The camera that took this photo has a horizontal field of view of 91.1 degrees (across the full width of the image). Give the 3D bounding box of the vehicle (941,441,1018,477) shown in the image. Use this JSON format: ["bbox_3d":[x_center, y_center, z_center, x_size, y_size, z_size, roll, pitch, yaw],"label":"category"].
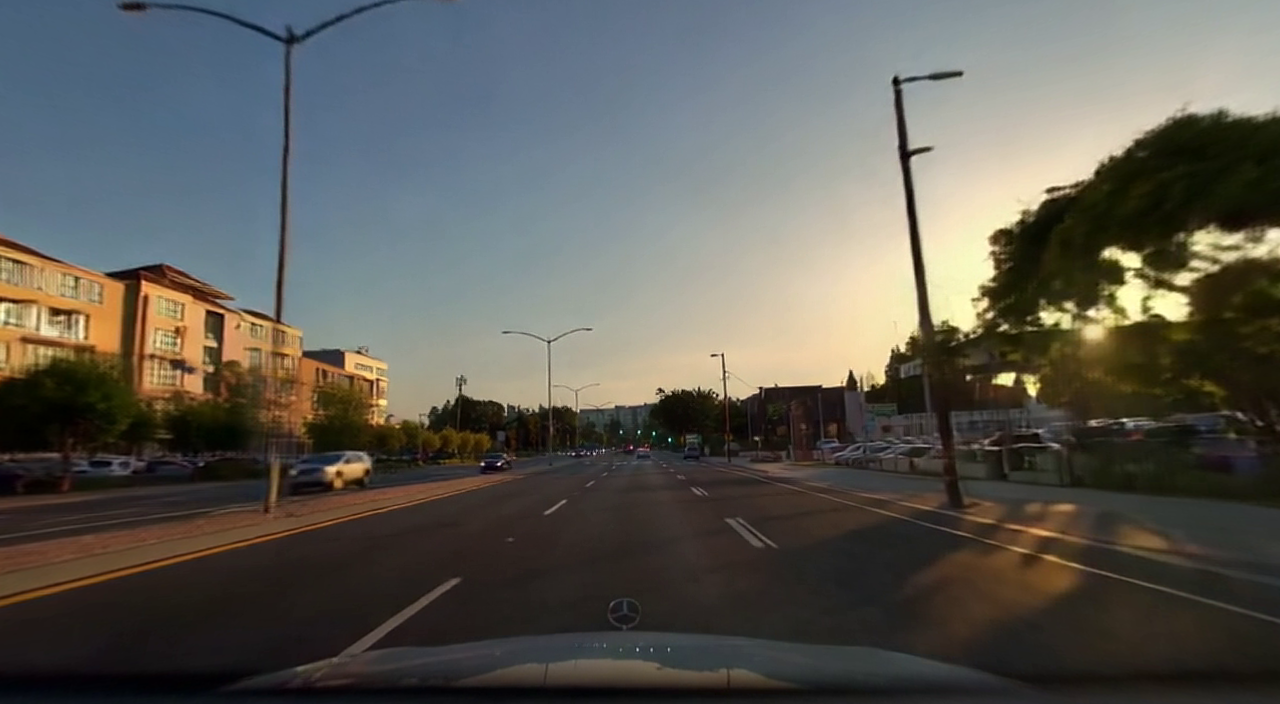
[{"bbox_3d":[18.754,5.848,34.642,3.754,1.844,2.002,5,-10,-32],"label":"vehicle"}]

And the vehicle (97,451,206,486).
[{"bbox_3d":[-29.610,7.038,38.093,5.319,1.985,2.410,-3,-9,16],"label":"vehicle"}]

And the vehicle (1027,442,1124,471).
[{"bbox_3d":[27.292,6.567,39.472,4.478,1.746,2.159,0,-8,1],"label":"vehicle"}]

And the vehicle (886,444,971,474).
[{"bbox_3d":[16.758,6.157,36.424,4.313,1.584,2.282,5,-10,-29],"label":"vehicle"}]

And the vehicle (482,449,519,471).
[{"bbox_3d":[-9.992,7.760,45.294,1.880,1.461,4.446,0,-9,-3],"label":"vehicle"}]

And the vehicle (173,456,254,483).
[{"bbox_3d":[-30.682,8.416,45.305,4.584,1.790,1.858,5,-10,-30],"label":"vehicle"}]

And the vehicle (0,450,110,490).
[{"bbox_3d":[-40.845,8.092,43.105,6.078,2.123,2.373,7,-4,-17],"label":"vehicle"}]

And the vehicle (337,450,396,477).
[{"bbox_3d":[-19.978,8.147,46.101,2.218,1.788,4.604,0,-9,0],"label":"vehicle"}]
